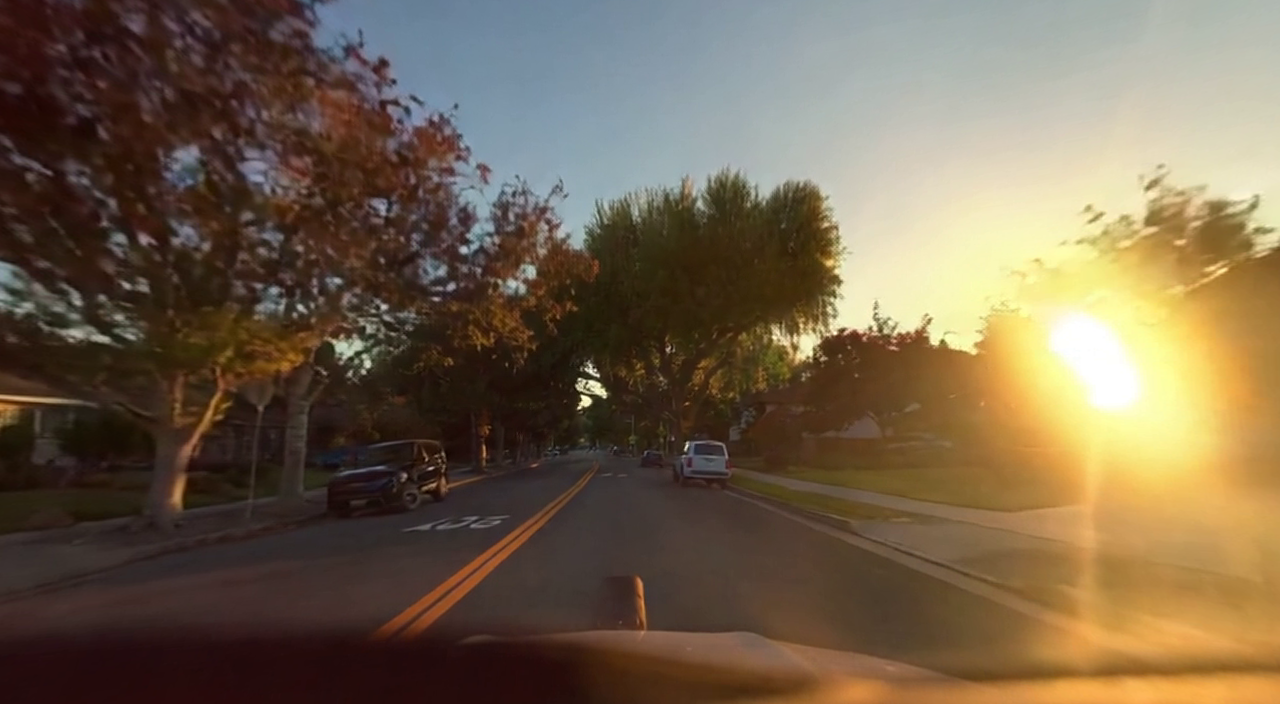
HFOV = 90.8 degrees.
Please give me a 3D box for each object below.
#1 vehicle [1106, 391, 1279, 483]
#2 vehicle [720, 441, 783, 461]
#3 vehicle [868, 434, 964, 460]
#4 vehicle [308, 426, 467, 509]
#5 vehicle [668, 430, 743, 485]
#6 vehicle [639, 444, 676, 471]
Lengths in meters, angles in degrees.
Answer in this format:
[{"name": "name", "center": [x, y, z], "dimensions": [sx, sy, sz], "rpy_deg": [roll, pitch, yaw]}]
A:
[{"name": "vehicle", "center": [13.512, 1.861, 13.814], "dimensions": [4.938, 1.830, 2.024], "rpy_deg": [0, -9, 1]}, {"name": "vehicle", "center": [8.719, 7.762, 49.715], "dimensions": [4.472, 1.481, 2.143], "rpy_deg": [0, -9, -3]}, {"name": "vehicle", "center": [15.657, 5.394, 35.987], "dimensions": [4.560, 1.350, 1.882], "rpy_deg": [-1, -8, 2]}, {"name": "vehicle", "center": [-6.403, 3.053, 16.961], "dimensions": [2.102, 1.801, 5.574], "rpy_deg": [-1, -10, -2]}, {"name": "vehicle", "center": [2.169, 3.643, 22.135], "dimensions": [2.007, 1.702, 4.430], "rpy_deg": [0, -8, -2]}, {"name": "vehicle", "center": [1.064, 6.870, 41.349], "dimensions": [1.988, 1.618, 4.567], "rpy_deg": [0, -8, -4]}]
